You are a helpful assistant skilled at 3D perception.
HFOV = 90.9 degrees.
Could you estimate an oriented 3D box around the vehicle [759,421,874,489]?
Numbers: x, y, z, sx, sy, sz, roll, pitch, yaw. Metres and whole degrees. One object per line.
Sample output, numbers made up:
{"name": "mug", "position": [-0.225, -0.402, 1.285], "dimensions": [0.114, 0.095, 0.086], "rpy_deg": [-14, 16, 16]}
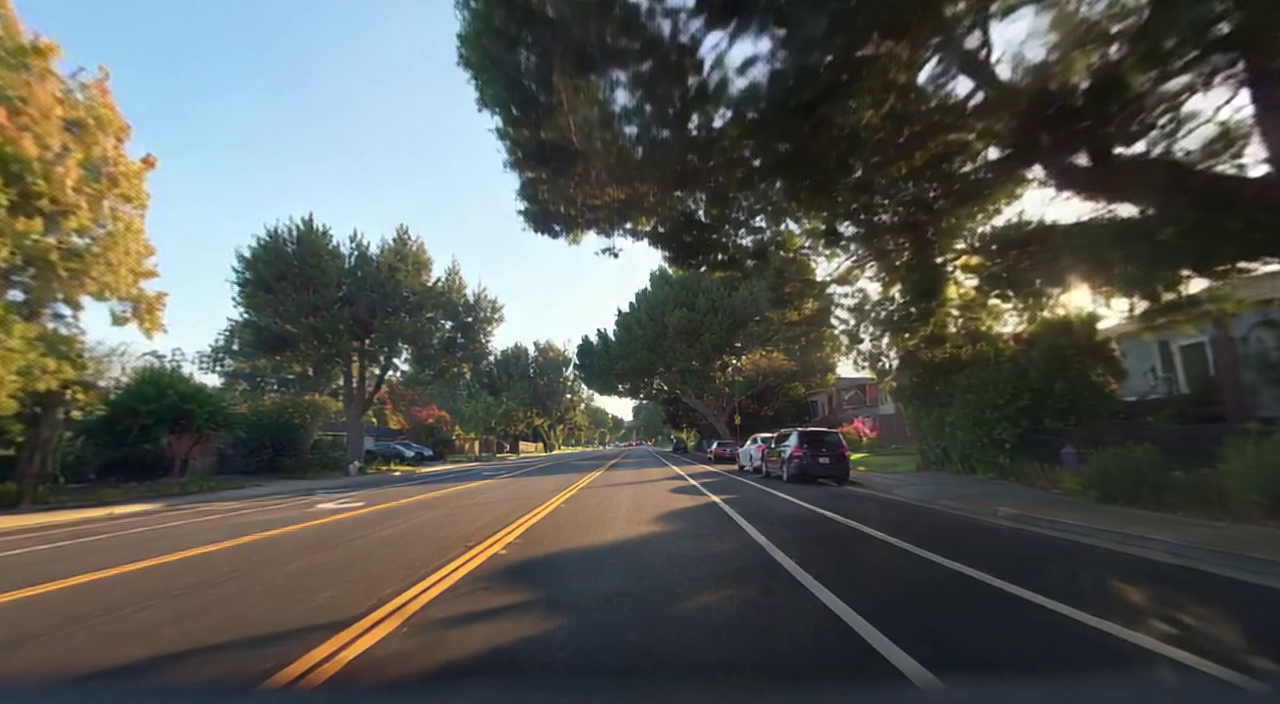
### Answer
{"name": "vehicle", "position": [5.180, 3.094, 19.262], "dimensions": [2.160, 1.800, 4.646], "rpy_deg": [0, -8, 0]}

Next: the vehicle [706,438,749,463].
{"name": "vehicle", "position": [5.561, 6.312, 40.504], "dimensions": [1.935, 1.453, 4.488], "rpy_deg": [0, -8, -3]}
